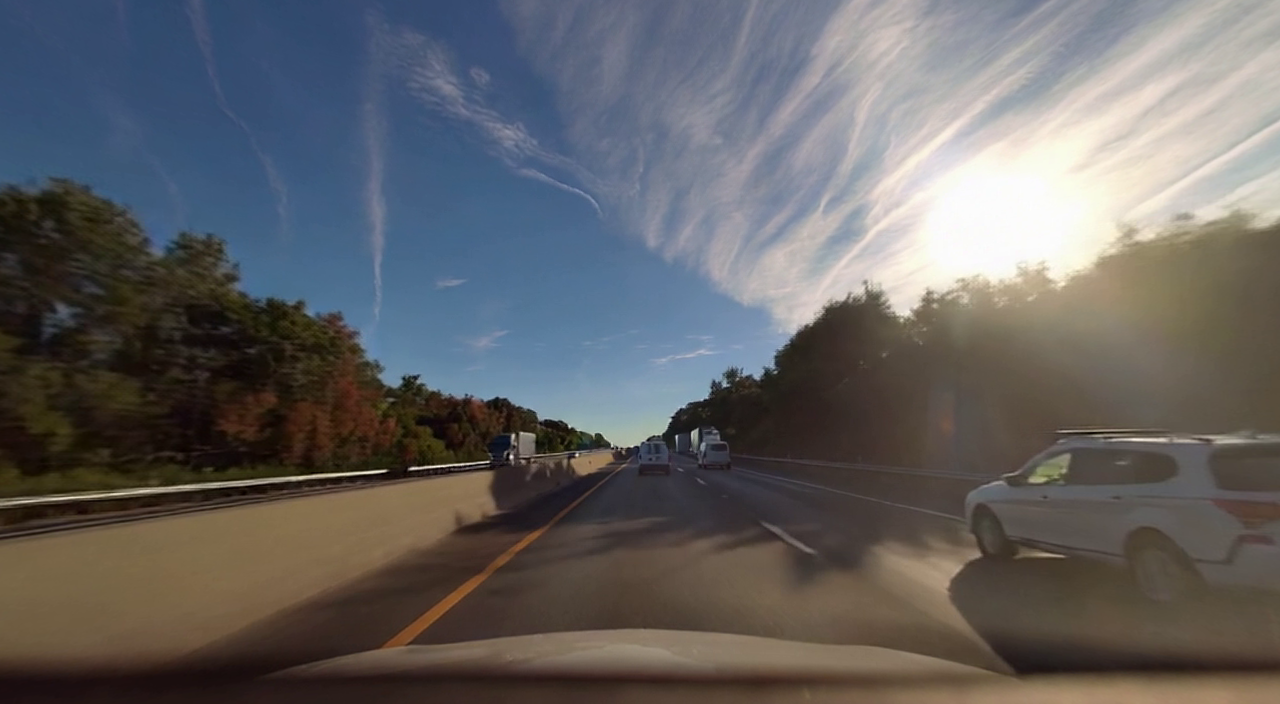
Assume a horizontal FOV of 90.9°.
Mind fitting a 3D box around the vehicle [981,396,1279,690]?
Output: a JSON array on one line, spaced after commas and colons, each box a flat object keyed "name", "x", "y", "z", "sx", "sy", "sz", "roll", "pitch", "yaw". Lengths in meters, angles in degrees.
[{"name": "vehicle", "x": 4.388, "y": 1.205, "z": 4.545, "sx": 1.868, "sy": 1.566, "sz": 3.509, "roll": 0, "pitch": -9, "yaw": 0}]

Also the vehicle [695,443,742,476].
[{"name": "vehicle", "x": 4.225, "y": 5.826, "z": 34.484, "sx": 1.961, "sy": 1.689, "sz": 3.971, "roll": 0, "pitch": -9, "yaw": -1}]

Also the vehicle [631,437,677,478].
[{"name": "vehicle", "x": 0.658, "y": 5.340, "z": 32.022, "sx": 2.143, "sy": 1.925, "sz": 4.101, "roll": 0, "pitch": -9, "yaw": 0}]
